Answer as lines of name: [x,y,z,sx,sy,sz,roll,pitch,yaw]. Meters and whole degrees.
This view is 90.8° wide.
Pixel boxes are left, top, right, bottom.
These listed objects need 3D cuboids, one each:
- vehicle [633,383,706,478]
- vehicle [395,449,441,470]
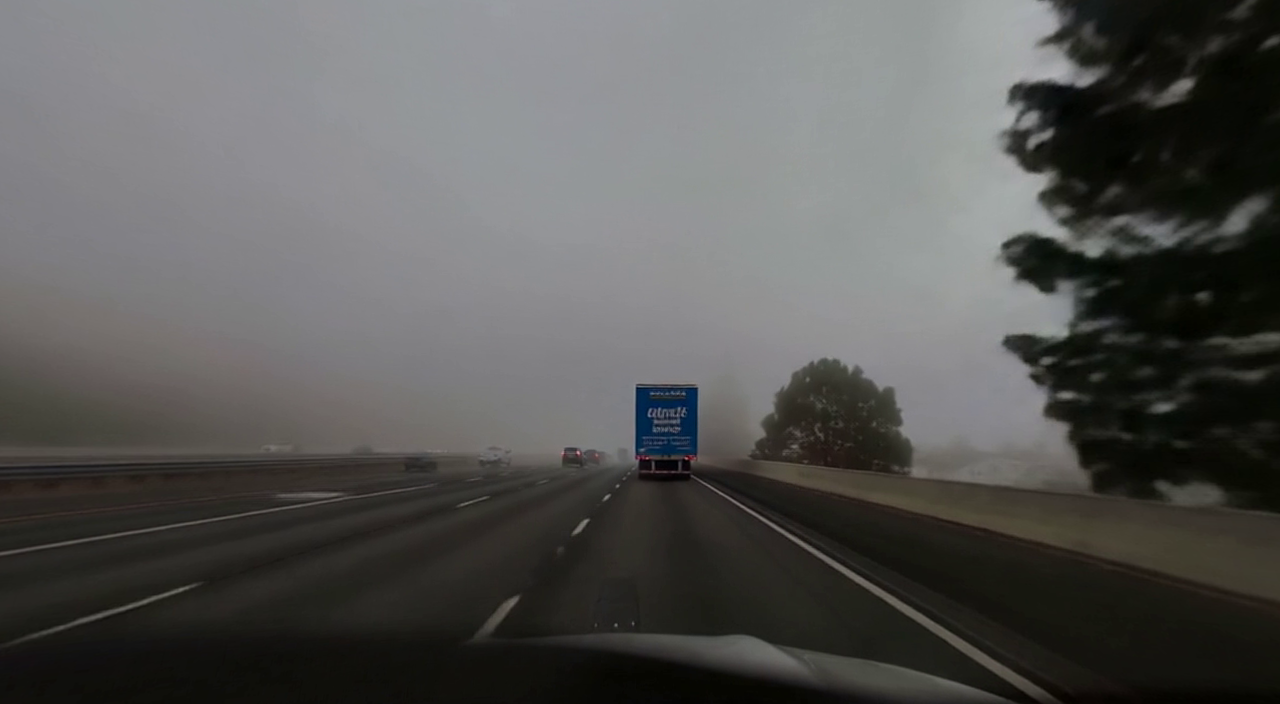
vehicle: [1.235,4.555,35.062,3.140,4.100,15.551,0,-9,0]
vehicle: [-17.051,8.247,48.749,1.901,1.485,4.279,0,-9,1]
